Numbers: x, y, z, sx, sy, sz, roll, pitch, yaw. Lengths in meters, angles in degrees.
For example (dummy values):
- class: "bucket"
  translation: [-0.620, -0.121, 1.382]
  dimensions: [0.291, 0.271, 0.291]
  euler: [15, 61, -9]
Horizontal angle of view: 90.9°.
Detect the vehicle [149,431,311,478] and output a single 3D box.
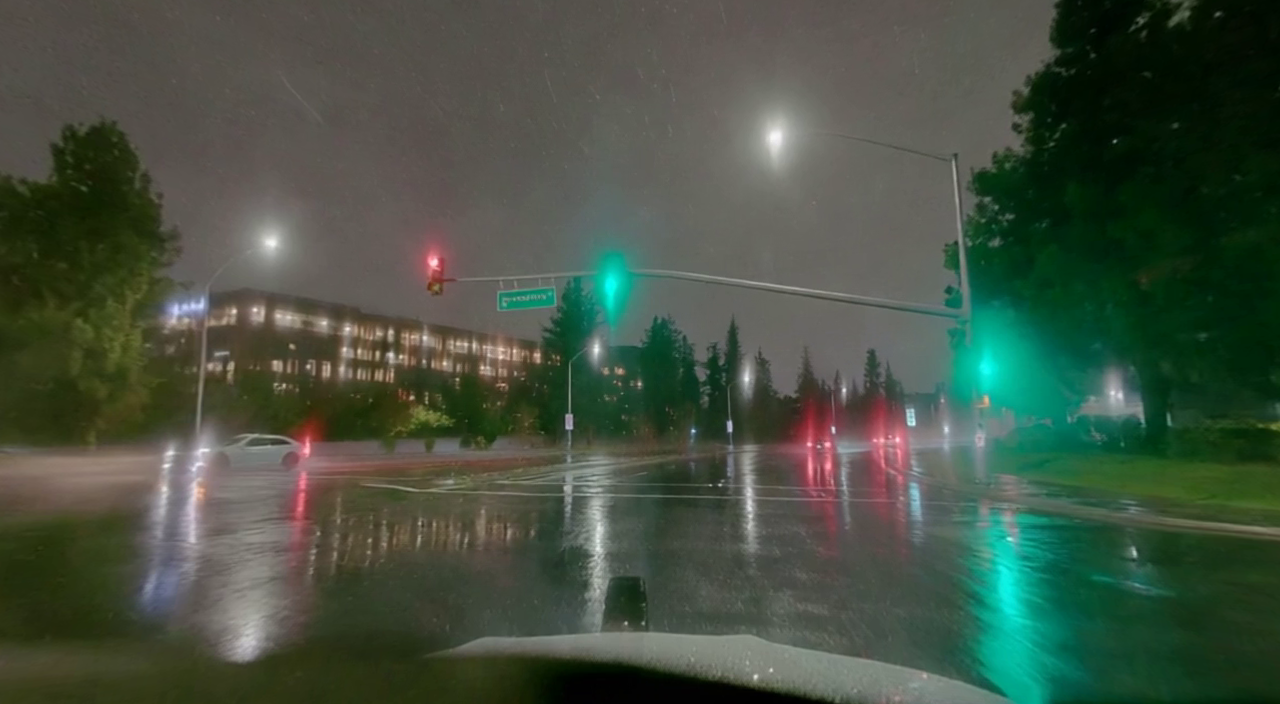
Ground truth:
- class: "vehicle"
  translation: [-14.287, 3.607, 22.380]
  dimensions: [1.853, 1.487, 4.691]
  euler: [-2, -9, 14]
